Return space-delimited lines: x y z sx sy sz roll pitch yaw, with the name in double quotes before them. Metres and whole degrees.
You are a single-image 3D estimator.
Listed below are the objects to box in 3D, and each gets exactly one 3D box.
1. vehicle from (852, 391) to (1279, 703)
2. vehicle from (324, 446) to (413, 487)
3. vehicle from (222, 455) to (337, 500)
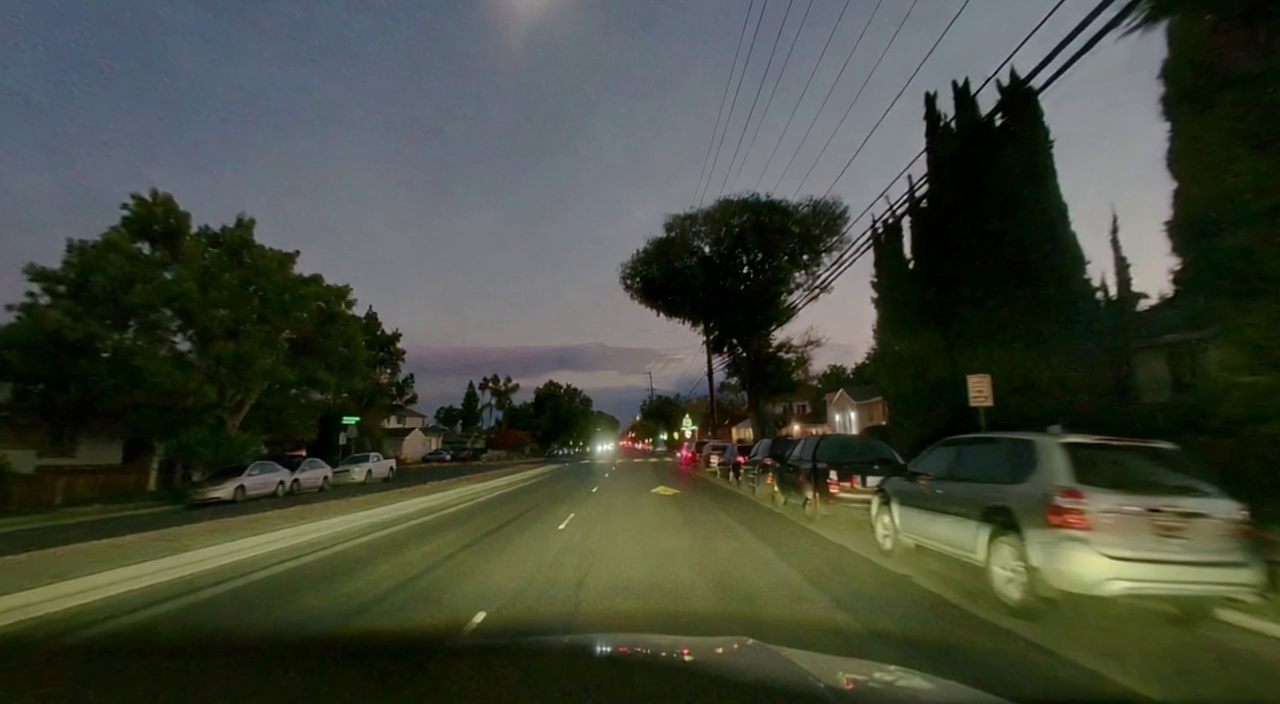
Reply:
"vehicle" 3.780 1.421 5.751 1.843 1.671 5.138 0 -9 -1
"vehicle" -13.725 5.806 32.389 2.229 1.878 5.540 1 -9 -2
"vehicle" -13.668 4.765 24.307 1.909 1.496 4.421 0 -9 -2
